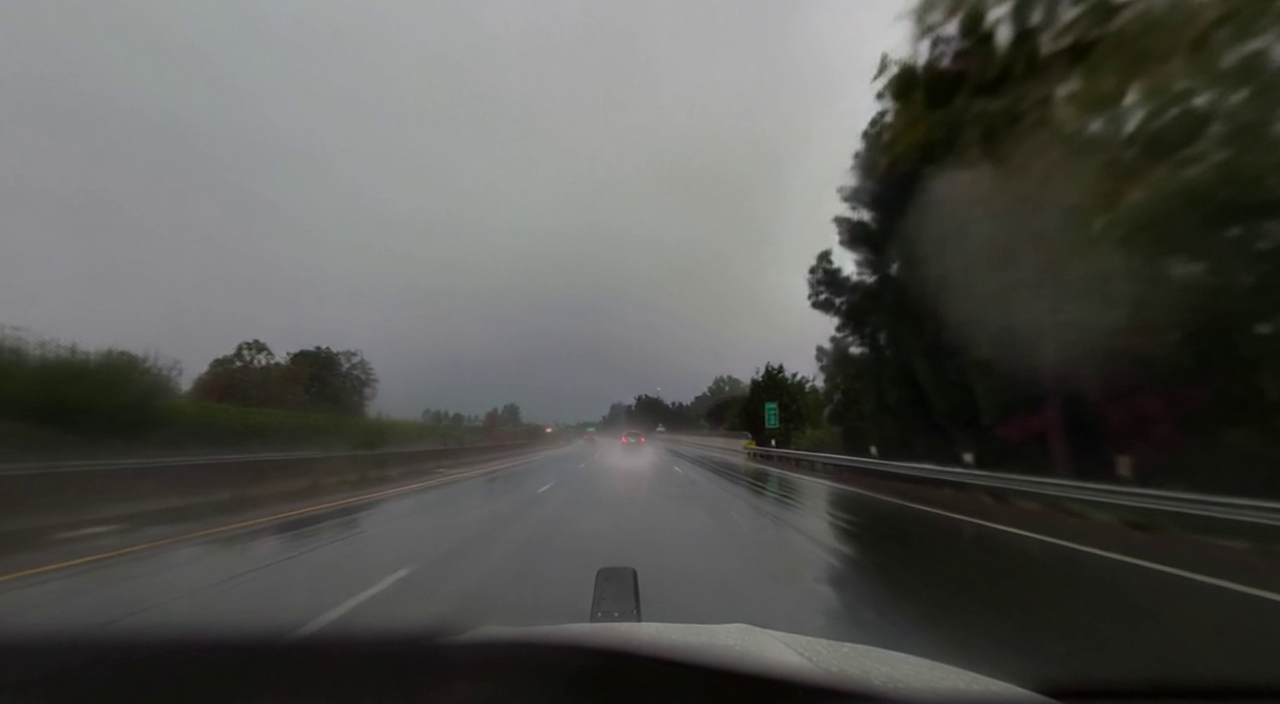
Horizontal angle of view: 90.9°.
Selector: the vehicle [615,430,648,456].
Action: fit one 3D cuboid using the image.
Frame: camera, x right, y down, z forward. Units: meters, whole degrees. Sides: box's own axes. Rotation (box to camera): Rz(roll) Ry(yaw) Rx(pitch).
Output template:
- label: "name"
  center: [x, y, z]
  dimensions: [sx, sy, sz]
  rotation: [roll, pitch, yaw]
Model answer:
- label: "vehicle"
  center: [-0.555, 5.844, 40.644]
  dimensions: [2.041, 1.618, 3.898]
  rotation: [0, -8, -1]
